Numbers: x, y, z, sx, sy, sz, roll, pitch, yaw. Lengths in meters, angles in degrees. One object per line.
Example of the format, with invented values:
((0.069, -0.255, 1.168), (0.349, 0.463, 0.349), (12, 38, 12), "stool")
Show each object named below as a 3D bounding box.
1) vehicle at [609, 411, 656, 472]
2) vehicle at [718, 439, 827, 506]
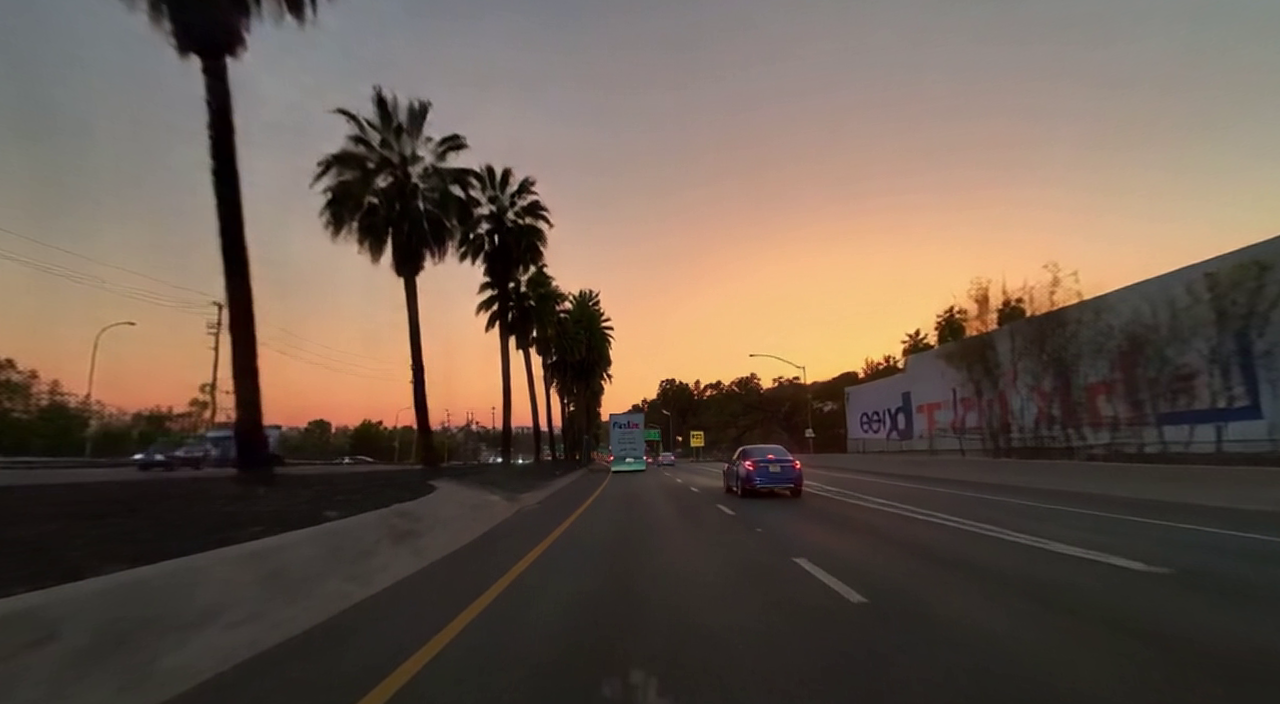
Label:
((-0.677, 7.059, 49.256), (3.243, 4.134, 11.656), (0, -9, -2), "vehicle")
((3.414, 3.198, 17.128), (1.966, 1.558, 4.238), (0, -9, -1), "vehicle")
